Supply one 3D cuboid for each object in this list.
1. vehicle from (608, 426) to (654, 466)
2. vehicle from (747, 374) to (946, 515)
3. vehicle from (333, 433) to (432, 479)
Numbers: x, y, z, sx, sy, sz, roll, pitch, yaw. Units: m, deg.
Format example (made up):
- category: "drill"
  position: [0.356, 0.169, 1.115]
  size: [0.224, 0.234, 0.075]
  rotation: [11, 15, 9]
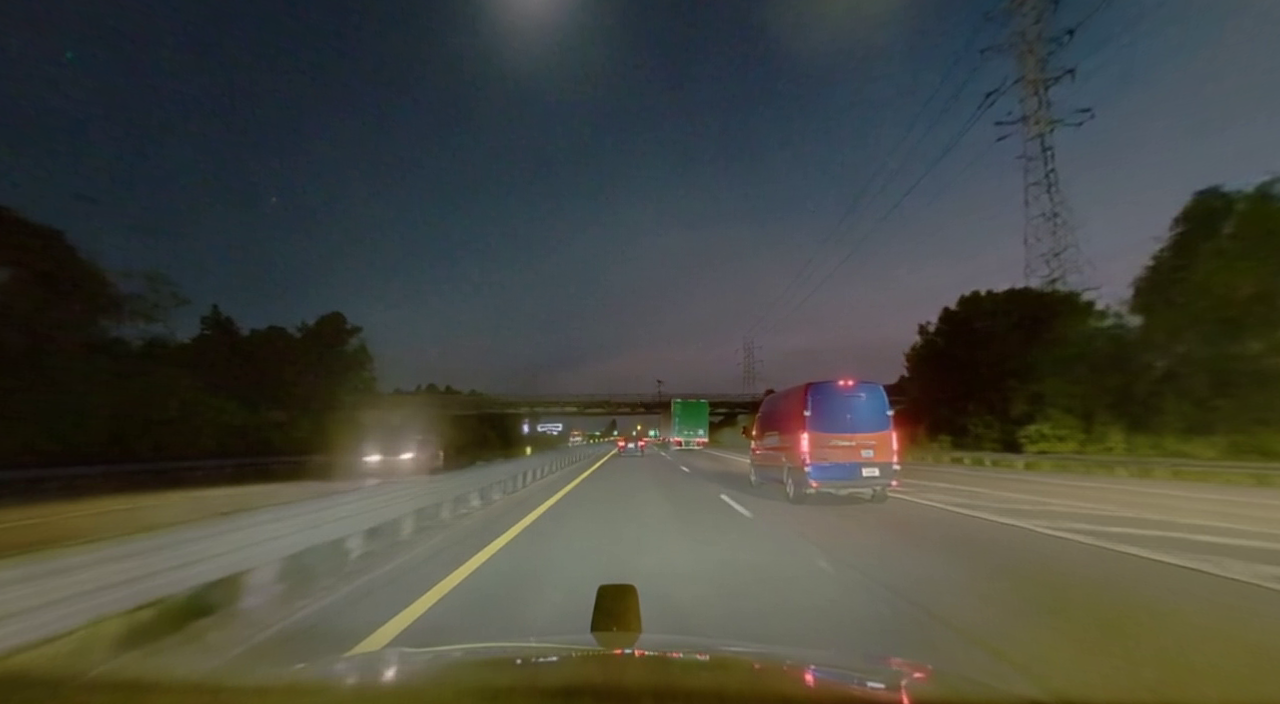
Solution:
- category: "vehicle"
  position: [-0.459, 4.495, 30.277]
  size: [2.073, 1.750, 4.116]
  rotation: [0, -8, -1]
- category: "vehicle"
  position: [4.176, 2.022, 14.063]
  size: [2.387, 2.506, 5.374]
  rotation: [0, -8, -2]
- category: "vehicle"
  position: [-9.784, 3.950, 24.375]
  size: [1.967, 1.601, 4.377]
  rotation: [0, -8, 0]
